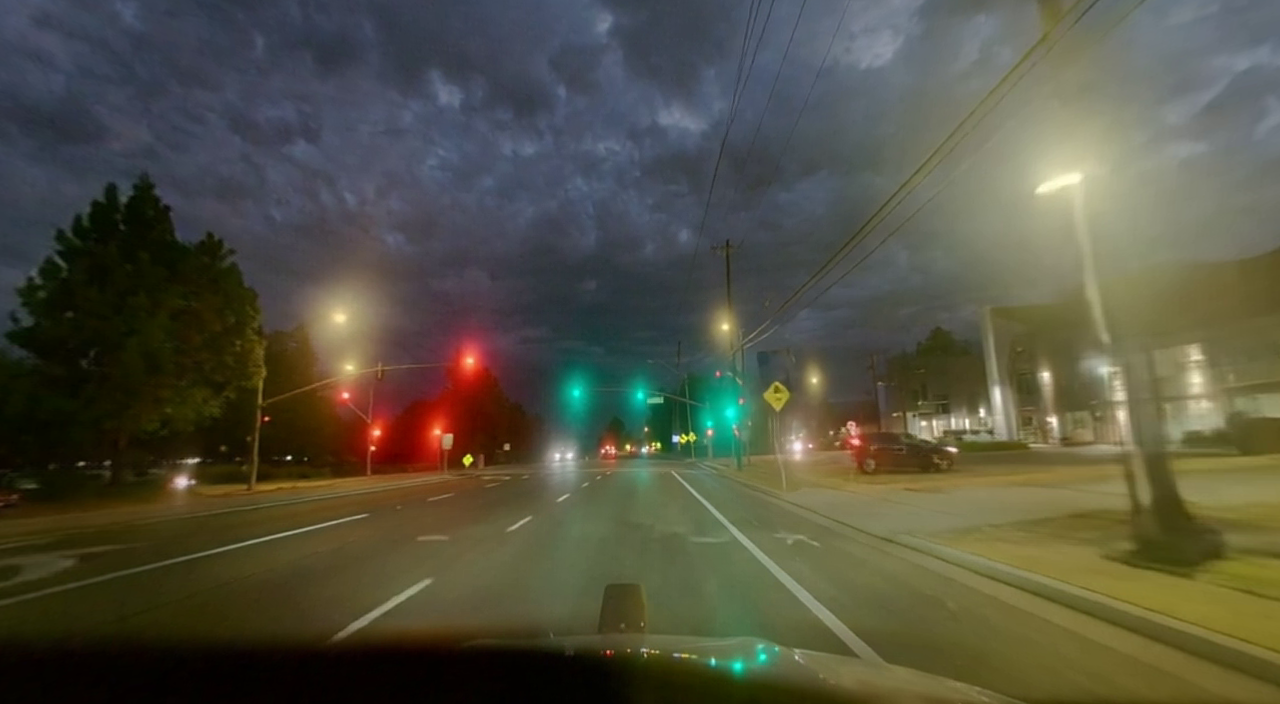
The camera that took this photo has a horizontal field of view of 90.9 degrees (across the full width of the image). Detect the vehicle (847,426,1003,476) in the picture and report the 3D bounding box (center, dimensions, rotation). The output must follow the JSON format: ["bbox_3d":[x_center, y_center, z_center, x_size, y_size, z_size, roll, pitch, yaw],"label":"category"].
[{"bbox_3d":[10.541,3.695,23.596,4.765,1.738,2.101,0,-8,-2],"label":"vehicle"}]

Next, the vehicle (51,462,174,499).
[{"bbox_3d":[-26.825,6.533,32.171,4.451,1.724,1.988,0,-8,0],"label":"vehicle"}]
